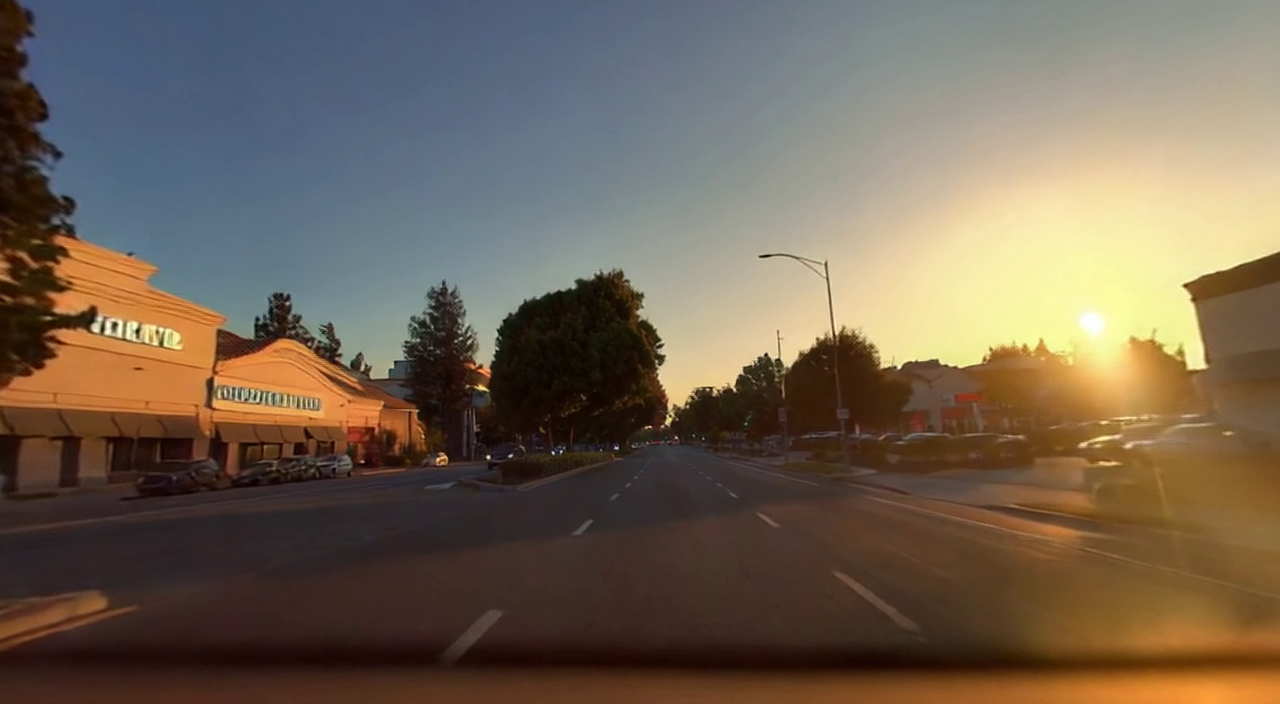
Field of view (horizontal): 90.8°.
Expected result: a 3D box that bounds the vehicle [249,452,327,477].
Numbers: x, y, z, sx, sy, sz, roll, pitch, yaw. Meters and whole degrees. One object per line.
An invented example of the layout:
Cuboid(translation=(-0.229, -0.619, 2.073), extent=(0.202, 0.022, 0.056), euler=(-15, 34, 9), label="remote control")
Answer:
Cuboid(translation=(-26.488, 8.460, 47.627), extent=(4.620, 1.801, 2.017), euler=(0, -9, 2), label="vehicle")

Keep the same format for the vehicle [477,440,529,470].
Cuboid(translation=(-9.088, 6.918, 42.448), extent=(2.157, 1.883, 5.286), euler=(0, -9, 2), label="vehicle")

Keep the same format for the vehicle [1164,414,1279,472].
Cuboid(translation=(18.427, 2.894, 19.930), extent=(4.277, 1.605, 1.920), euler=(7, -11, -38), label="vehicle")

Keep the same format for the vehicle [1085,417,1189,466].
Cuboid(translation=(18.653, 3.387, 23.638), extent=(4.704, 1.652, 1.948), euler=(7, -11, -39), label="vehicle")

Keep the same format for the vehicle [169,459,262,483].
Cuboid(translation=(-27.189, 7.637, 40.577), extent=(4.553, 1.445, 1.942), euler=(0, -9, 1), label="vehicle")

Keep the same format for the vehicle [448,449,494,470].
Cuboid(translation=(-12.527, 8.002, 47.161), extent=(2.011, 1.499, 4.531), euler=(0, -9, 2), label="vehicle")
